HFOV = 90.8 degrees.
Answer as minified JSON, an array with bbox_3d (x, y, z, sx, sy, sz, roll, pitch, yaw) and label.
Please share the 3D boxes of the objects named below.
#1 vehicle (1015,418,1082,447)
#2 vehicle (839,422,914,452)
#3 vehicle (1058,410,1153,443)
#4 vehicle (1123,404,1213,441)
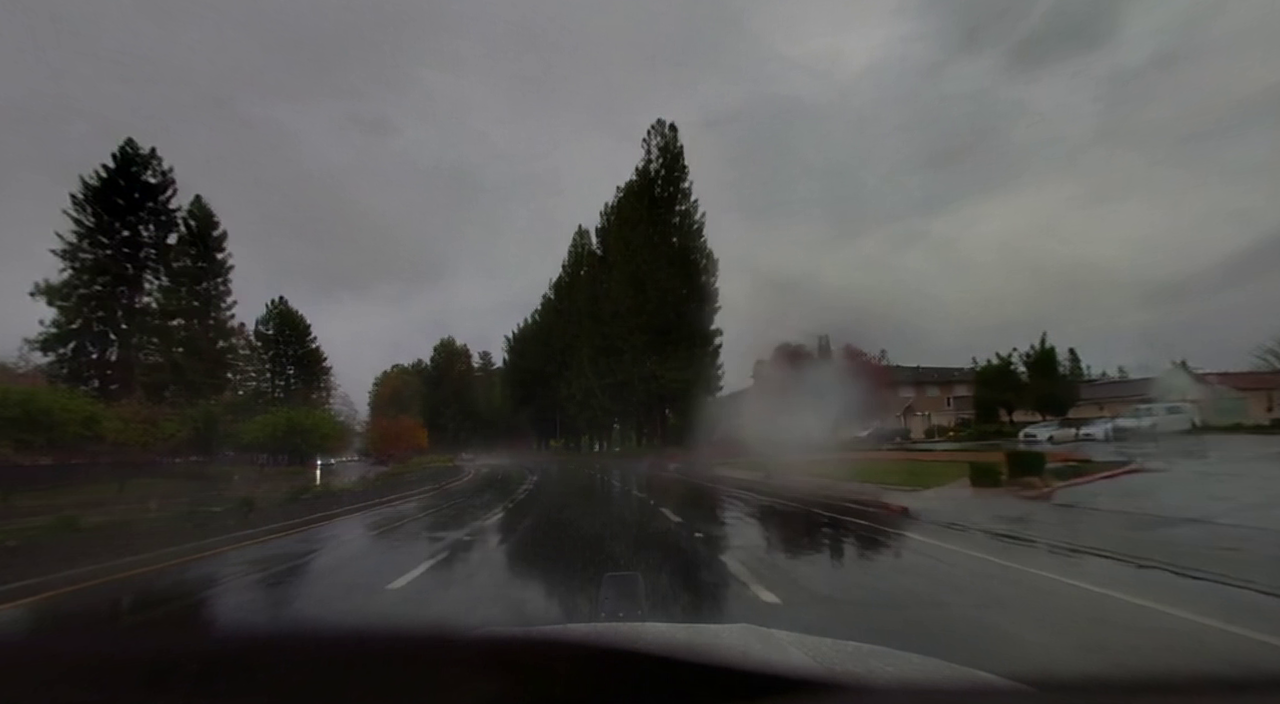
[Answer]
[{"bbox_3d":[23.313,4.629,36.011,4.230,1.459,1.889,7,-12,-39],"label":"vehicle"},{"bbox_3d":[16.531,5.930,44.137,4.802,1.900,2.373,3,-8,-33],"label":"vehicle"},{"bbox_3d":[25.126,4.086,34.349,2.033,1.533,4.370,-3,-9,4],"label":"vehicle"},{"bbox_3d":[26.872,3.649,32.119,4.147,1.680,2.441,6,-11,-36],"label":"vehicle"}]
